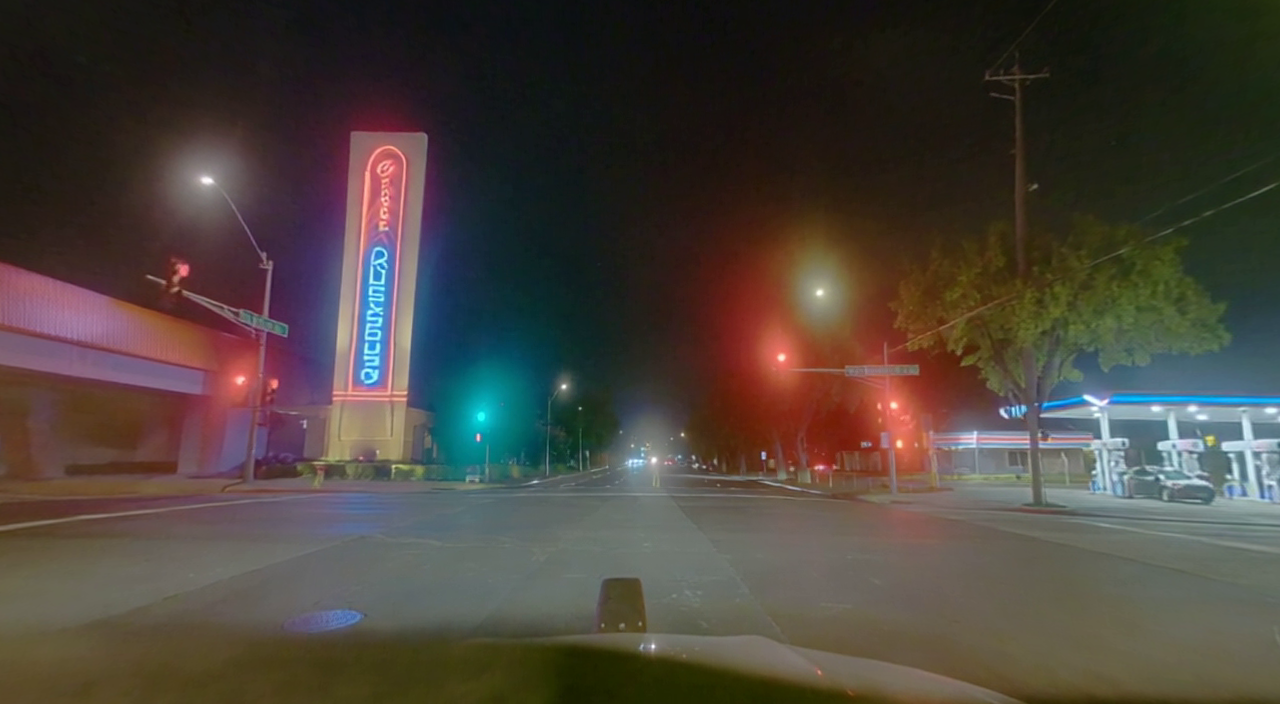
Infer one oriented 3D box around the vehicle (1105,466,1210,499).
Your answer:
[{"bbox_3d":[28.015,7.053,34.331,1.897,1.466,4.211,1,-8,-6],"label":"vehicle"}]
